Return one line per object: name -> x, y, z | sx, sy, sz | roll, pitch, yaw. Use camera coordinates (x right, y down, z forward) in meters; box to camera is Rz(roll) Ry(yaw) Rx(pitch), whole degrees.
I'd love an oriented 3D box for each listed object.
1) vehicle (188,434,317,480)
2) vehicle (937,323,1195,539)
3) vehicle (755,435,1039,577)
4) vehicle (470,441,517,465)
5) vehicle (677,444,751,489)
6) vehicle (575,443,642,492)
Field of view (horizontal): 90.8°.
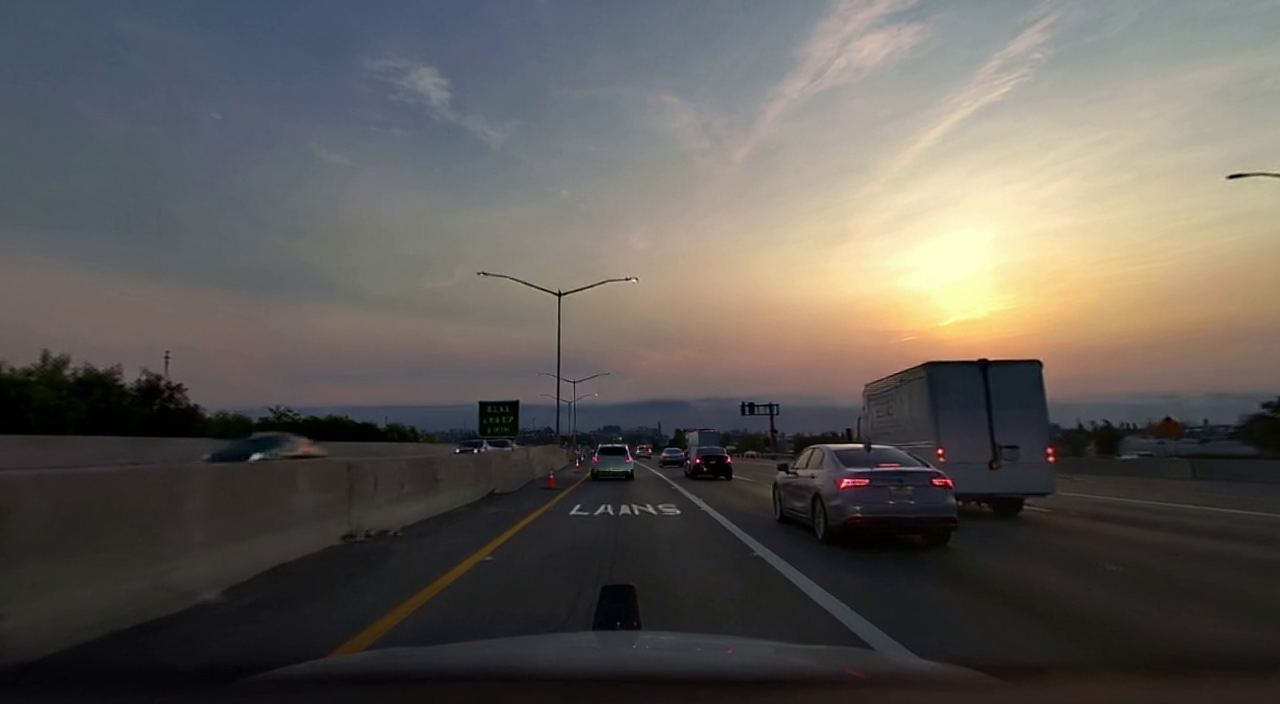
vehicle -> -13.639, 3.738, 22.622 | 1.828, 1.471, 4.406 | 0, -9, 0
vehicle -> 7.672, 1.493, 11.927 | 2.575, 3.519, 2.984 | 0, -9, 2
vehicle -> 3.095, 1.942, 8.807 | 1.996, 1.455, 4.281 | 0, -9, -2
vehicle -> -9.839, 6.844, 42.788 | 2.007, 1.555, 4.466 | 0, -9, 1
vehicle -> 2.607, 4.172, 23.379 | 2.042, 1.460, 4.451 | 0, -9, -3
vehicle -> -1.012, 3.892, 21.598 | 2.069, 1.470, 4.004 | 0, -9, -1
